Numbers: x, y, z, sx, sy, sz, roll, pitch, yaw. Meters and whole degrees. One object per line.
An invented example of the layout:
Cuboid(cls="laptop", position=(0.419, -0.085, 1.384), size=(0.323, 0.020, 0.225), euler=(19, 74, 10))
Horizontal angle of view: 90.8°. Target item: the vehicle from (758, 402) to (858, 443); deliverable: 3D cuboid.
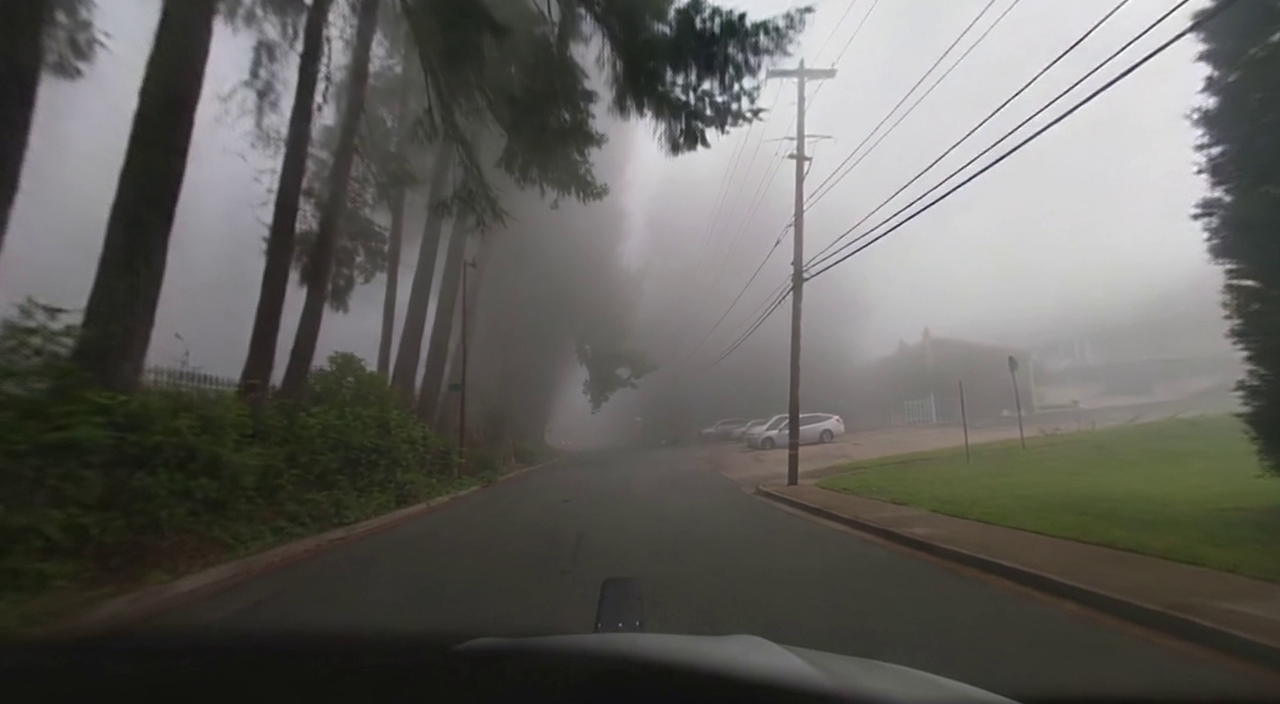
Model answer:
Cuboid(cls="vehicle", position=(8.726, 3.714, 32.801), size=(4.780, 1.984, 1.896), euler=(3, -9, -22))
